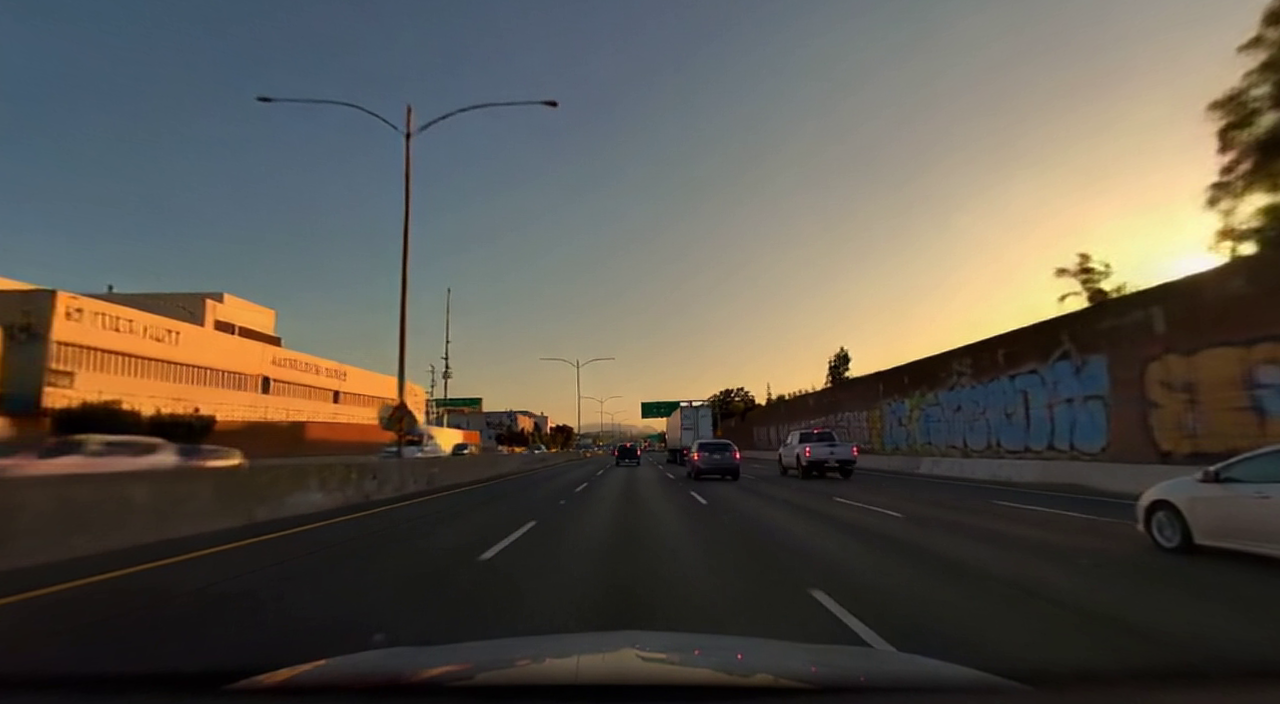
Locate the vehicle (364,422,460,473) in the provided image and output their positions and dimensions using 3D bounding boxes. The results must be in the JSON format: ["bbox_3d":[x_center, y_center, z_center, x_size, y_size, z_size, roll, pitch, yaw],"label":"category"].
[{"bbox_3d":[-13.923,5.960,39.418,2.889,2.851,8.281,0,-9,0],"label":"vehicle"}]

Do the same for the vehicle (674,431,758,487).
[{"bbox_3d":[2.671,3.970,23.697,2.249,1.843,5.176,0,-9,-3],"label":"vehicle"}]

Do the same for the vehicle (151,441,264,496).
[{"bbox_3d":[-17.248,4.599,25.452,2.025,2.000,3.513,1,-8,-1],"label":"vehicle"}]

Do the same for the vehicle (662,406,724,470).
[{"bbox_3d":[3.350,5.916,43.059,2.976,3.806,10.591,0,-9,-1],"label":"vehicle"}]

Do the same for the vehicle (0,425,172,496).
[{"bbox_3d":[-14.109,2.665,15.744,1.865,1.548,3.890,0,-9,-1],"label":"vehicle"}]

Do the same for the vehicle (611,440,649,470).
[{"bbox_3d":[-0.585,6.017,36.919,2.073,1.640,3.990,0,-9,-1],"label":"vehicle"}]

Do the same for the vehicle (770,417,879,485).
[{"bbox_3d":[7.142,3.979,25.463,2.322,2.360,6.433,0,-9,-1],"label":"vehicle"}]

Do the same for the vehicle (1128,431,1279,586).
[{"bbox_3d":[7.120,1.418,5.509,1.915,1.476,4.677,0,-9,-1],"label":"vehicle"}]
